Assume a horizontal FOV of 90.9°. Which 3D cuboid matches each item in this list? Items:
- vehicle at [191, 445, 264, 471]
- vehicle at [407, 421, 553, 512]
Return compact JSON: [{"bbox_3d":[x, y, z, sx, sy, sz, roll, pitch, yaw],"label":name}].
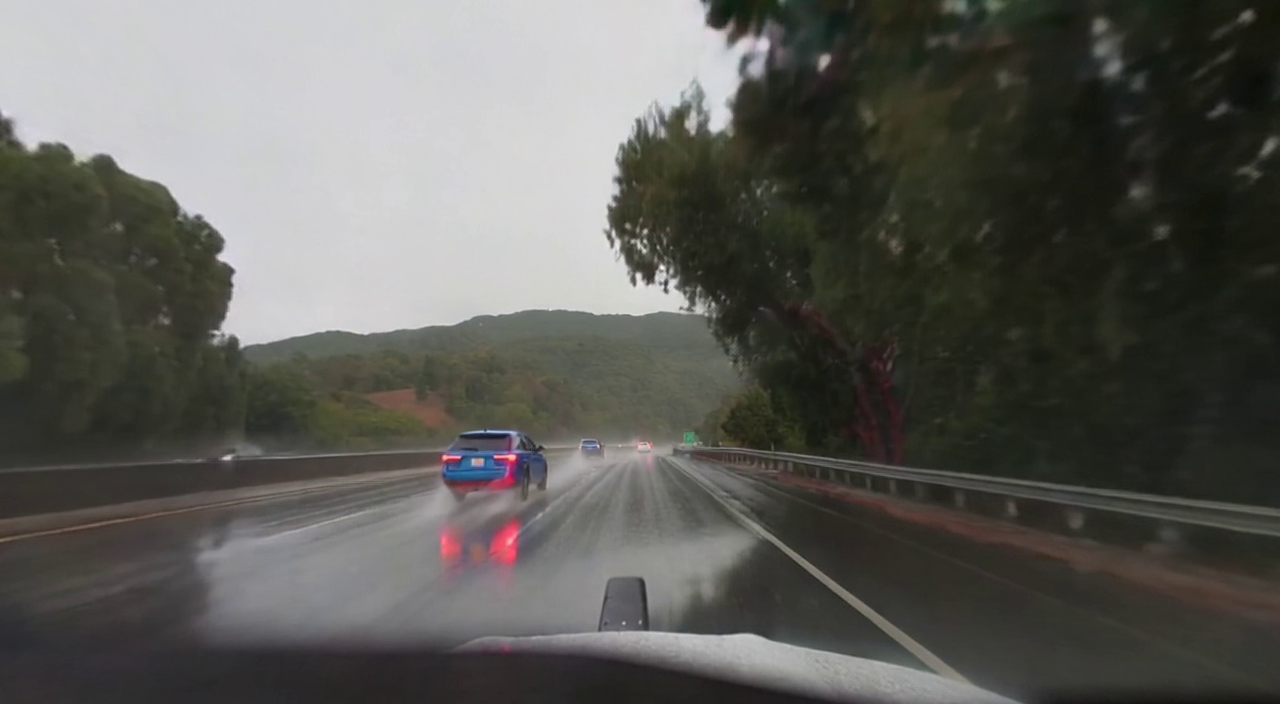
[{"bbox_3d":[-28.527,7.295,43.801,1.925,1.639,4.698,-1,-8,0],"label":"vehicle"},{"bbox_3d":[-3.405,2.522,14.444,2.138,1.718,4.415,-1,-8,1],"label":"vehicle"}]
